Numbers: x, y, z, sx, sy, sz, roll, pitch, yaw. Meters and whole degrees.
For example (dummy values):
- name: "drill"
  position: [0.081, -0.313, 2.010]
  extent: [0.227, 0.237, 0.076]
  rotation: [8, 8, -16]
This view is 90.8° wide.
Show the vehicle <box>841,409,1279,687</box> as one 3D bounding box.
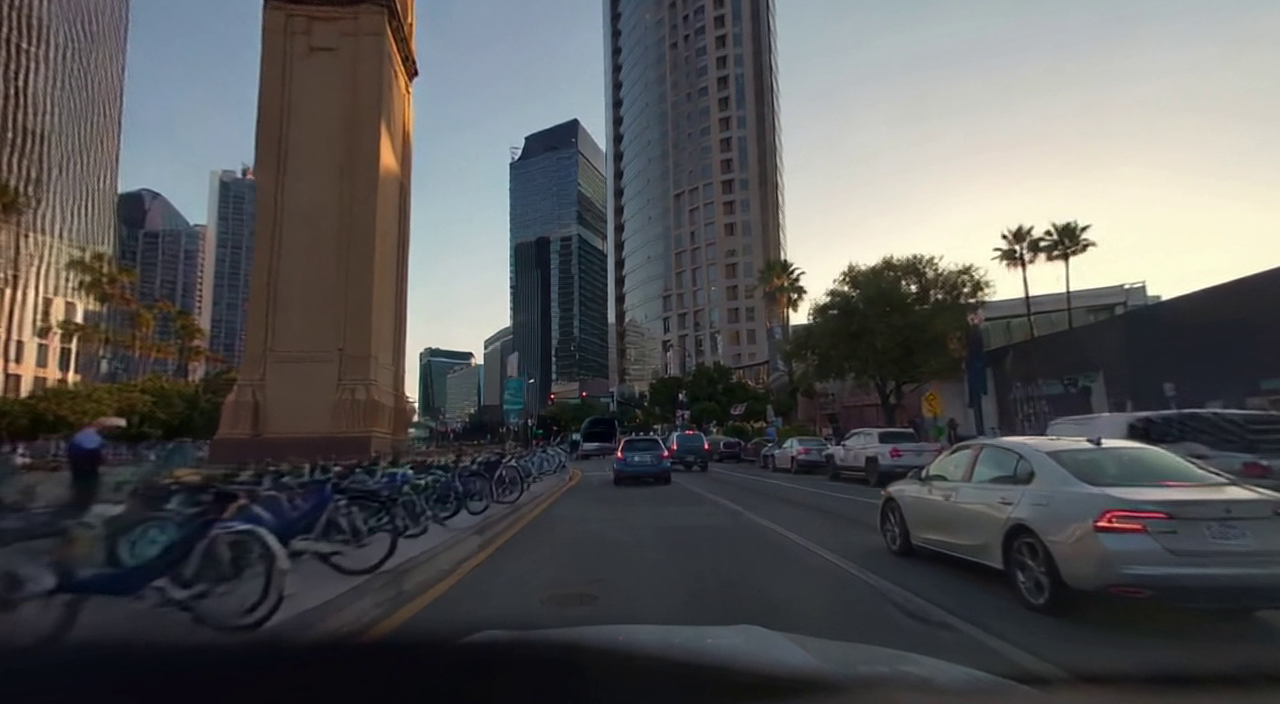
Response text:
- name: "vehicle"
  position: [3.819, 1.426, 5.904]
  extent: [2.116, 1.500, 4.702]
  rotation: [0, -9, -3]

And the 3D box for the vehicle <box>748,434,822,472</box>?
- name: "vehicle"
  position: [6.903, 4.889, 30.690]
  extent: [2.067, 1.641, 4.569]
  rotation: [1, -9, -7]

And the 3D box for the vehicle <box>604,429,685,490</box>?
- name: "vehicle"
  position: [0.008, 3.182, 18.887]
  extent: [2.111, 1.605, 3.832]
  rotation: [0, -9, -4]

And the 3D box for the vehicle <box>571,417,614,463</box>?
- name: "vehicle"
  position: [-3.327, 5.991, 42.794]
  extent: [2.400, 2.872, 6.053]
  rotation: [1, -9, -9]
